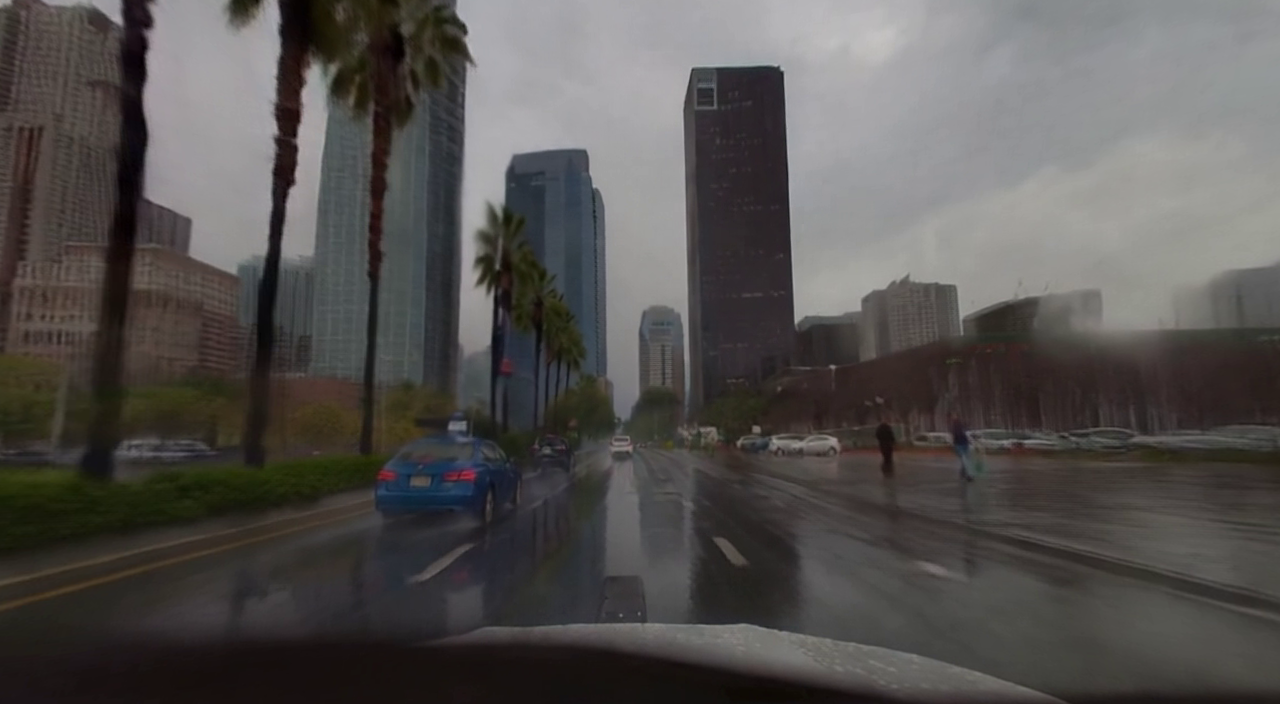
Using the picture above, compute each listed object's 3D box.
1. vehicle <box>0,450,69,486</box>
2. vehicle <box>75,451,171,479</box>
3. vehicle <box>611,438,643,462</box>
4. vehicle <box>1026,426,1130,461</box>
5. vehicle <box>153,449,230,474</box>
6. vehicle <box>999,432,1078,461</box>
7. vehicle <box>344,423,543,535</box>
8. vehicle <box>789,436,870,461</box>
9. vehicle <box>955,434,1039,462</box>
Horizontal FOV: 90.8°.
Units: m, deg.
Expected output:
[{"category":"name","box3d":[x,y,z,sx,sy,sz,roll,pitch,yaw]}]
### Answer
[{"category":"vehicle","box3d":[-31.059,5.711,31.238,1.835,1.664,3.972,-1,-8,2]},{"category":"vehicle","box3d":[-30.954,6.761,38.073,1.859,1.524,4.812,0,-8,-2]},{"category":"vehicle","box3d":[-0.841,6.458,41.595,2.004,1.465,3.713,0,-8,0]},{"category":"vehicle","box3d":[25.053,5.287,36.449,2.147,1.886,5.603,0,-8,2]},{"category":"vehicle","box3d":[-31.114,7.563,43.997,1.888,1.625,4.699,0,-8,0]},{"category":"vehicle","box3d":[22.707,5.423,36.179,1.938,1.522,4.121,0,-8,2]},{"category":"vehicle","box3d":[-3.099,2.104,11.086,2.071,1.544,4.383,0,-8,0]},{"category":"vehicle","box3d":[12.771,6.536,42.742,4.749,1.522,1.905,-1,-9,-3]},{"category":"vehicle","box3d":[20.330,5.479,36.273,1.976,1.431,4.774,-1,-8,-1]}]
